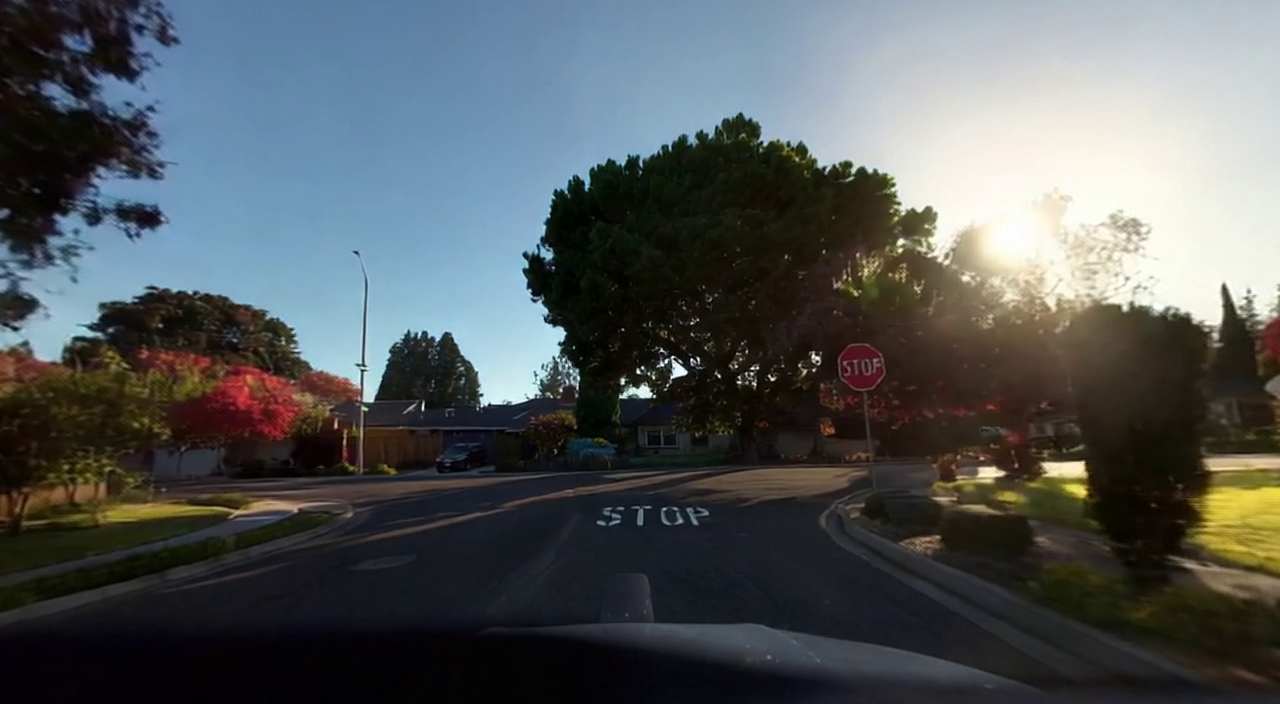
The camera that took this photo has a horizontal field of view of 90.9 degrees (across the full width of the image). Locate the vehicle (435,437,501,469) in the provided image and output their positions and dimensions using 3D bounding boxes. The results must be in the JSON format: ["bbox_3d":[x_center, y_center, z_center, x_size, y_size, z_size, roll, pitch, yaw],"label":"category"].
[{"bbox_3d":[-9.853,5.805,36.437,1.883,1.732,4.038,-2,-9,15],"label":"vehicle"}]
